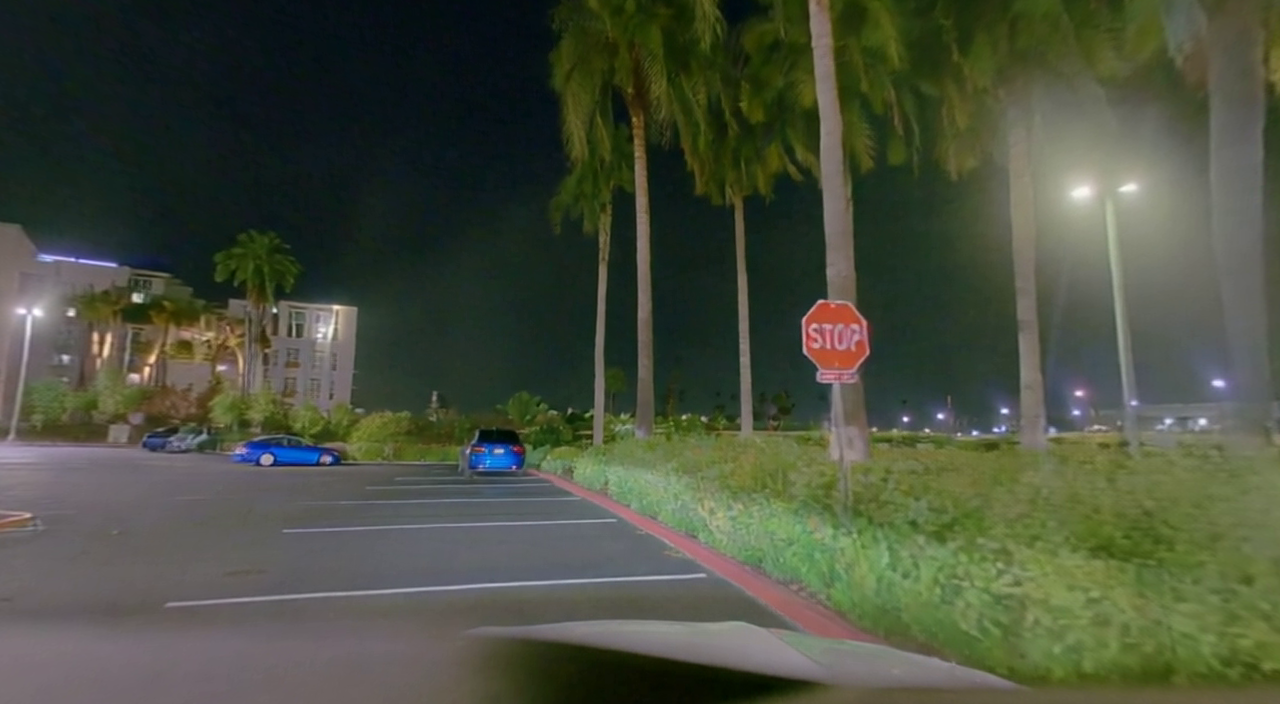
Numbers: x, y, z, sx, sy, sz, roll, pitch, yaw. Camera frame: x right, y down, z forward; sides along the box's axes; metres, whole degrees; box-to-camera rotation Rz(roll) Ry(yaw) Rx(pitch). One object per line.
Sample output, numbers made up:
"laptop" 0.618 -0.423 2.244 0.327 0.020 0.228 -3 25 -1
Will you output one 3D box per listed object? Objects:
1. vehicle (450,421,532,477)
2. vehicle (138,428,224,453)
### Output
"vehicle" -5.299 3.374 22.077 2.071 1.700 4.367 3 -9 -22
"vehicle" -30.732 5.949 42.423 4.457 1.552 1.748 6 -10 -35
